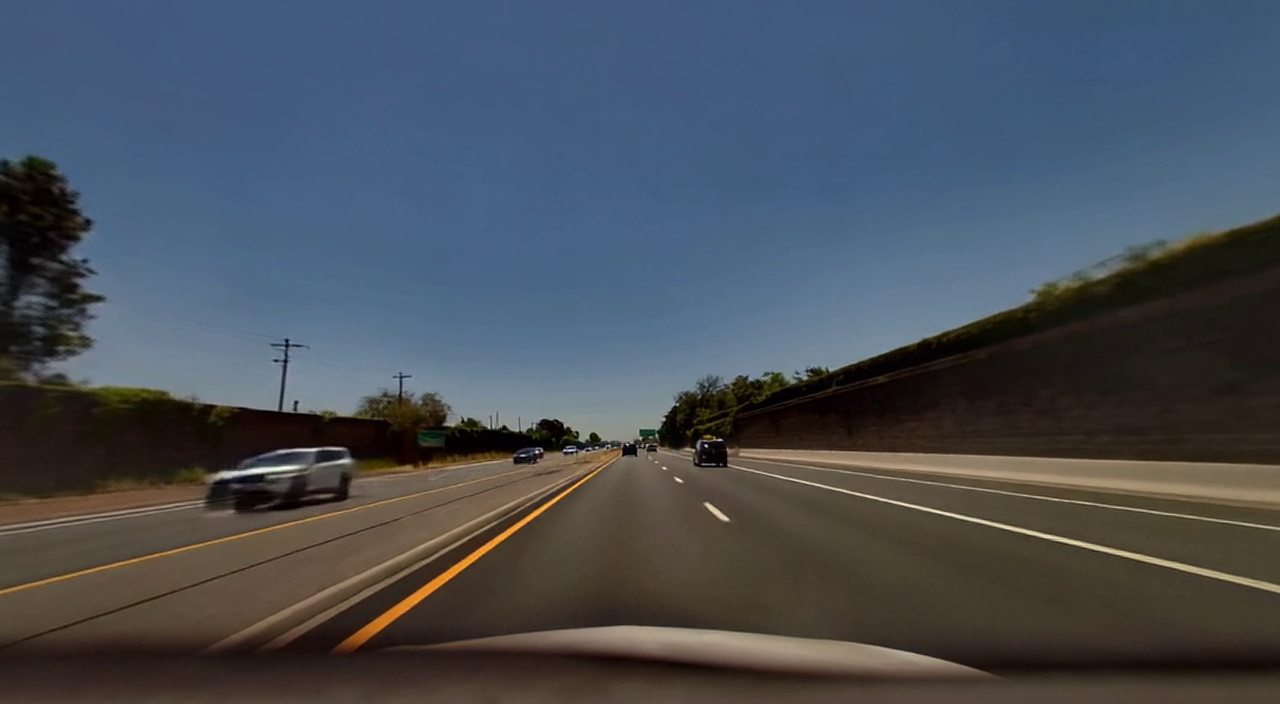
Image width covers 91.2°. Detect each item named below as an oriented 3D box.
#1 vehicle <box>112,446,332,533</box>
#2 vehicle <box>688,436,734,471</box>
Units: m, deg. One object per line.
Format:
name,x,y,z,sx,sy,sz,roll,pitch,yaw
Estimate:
vehicle,-8.941,2.917,13.978,1.950,1.587,4.308,0,-9,-1
vehicle,3.488,5.087,31.550,1.972,1.614,4.025,-1,-9,2
